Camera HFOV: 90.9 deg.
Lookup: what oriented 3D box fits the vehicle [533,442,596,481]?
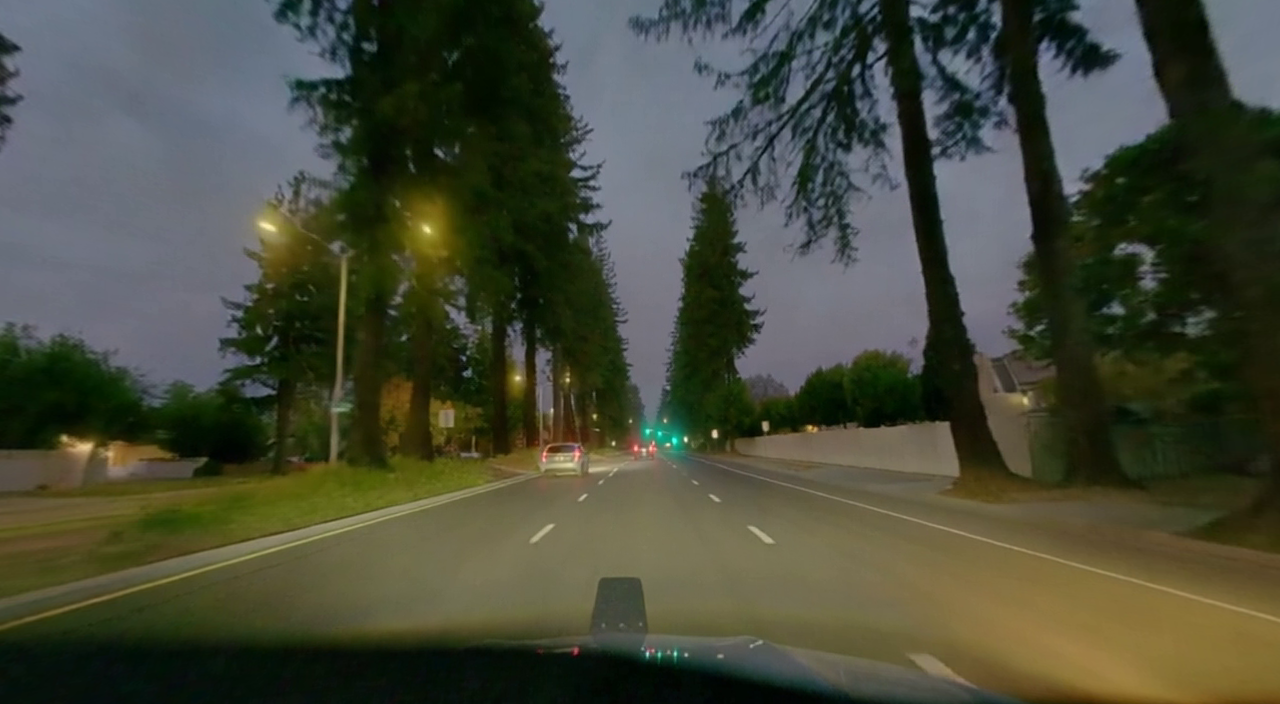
[{"bbox_3d":[-3.011,4.497,26.109,2.021,1.466,4.330,0,-9,1],"label":"vehicle"}]
